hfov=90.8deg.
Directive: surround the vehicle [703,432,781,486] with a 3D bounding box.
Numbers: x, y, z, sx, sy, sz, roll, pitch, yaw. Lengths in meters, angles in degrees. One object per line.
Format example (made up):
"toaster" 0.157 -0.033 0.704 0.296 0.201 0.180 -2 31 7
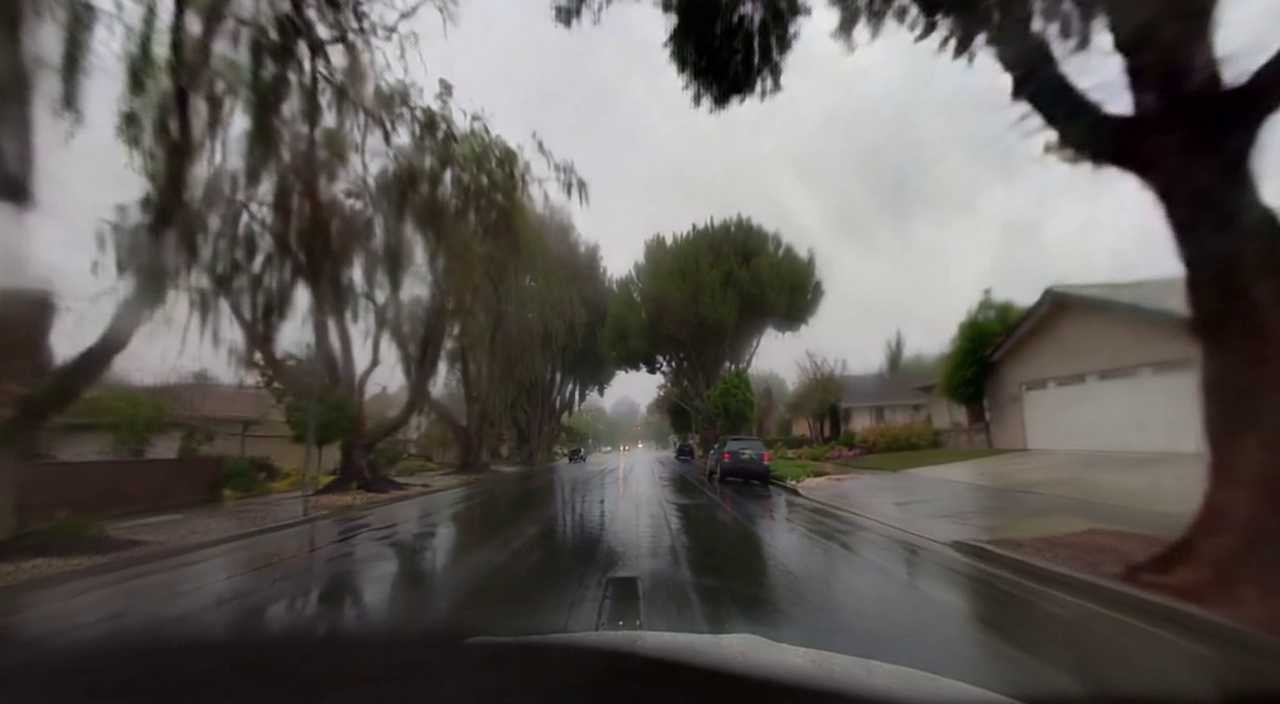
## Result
"vehicle" 3.522 3.780 22.662 2.055 1.738 4.448 0 -8 0
